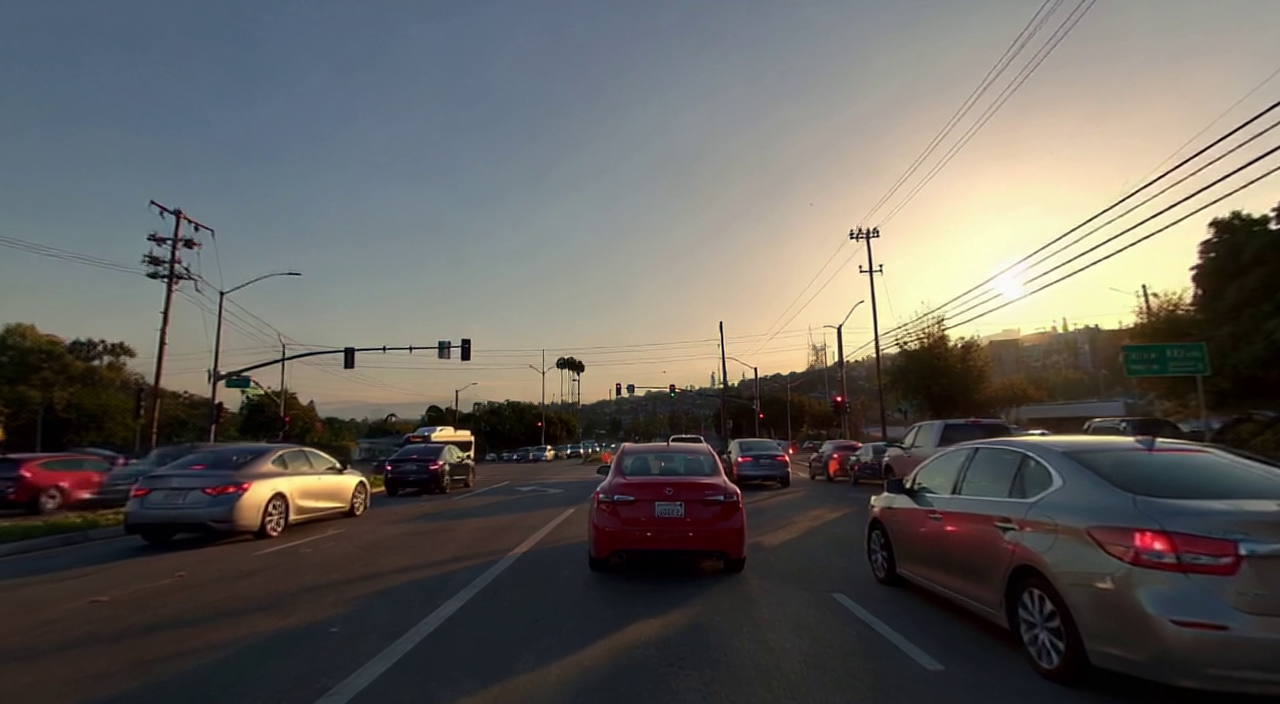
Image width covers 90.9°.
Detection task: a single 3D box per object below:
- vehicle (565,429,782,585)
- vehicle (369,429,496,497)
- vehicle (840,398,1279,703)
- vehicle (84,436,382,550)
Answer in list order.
[{"bbox_3d":[0.317,1.802,8.196,2.109,1.483,3.964,0,-8,0],"label":"vehicle"},{"bbox_3d":[-6.261,3.406,19.832,2.070,1.824,5.196,-1,-8,2],"label":"vehicle"},{"bbox_3d":[3.137,1.255,4.795,1.870,1.523,4.096,0,-8,0],"label":"vehicle"},{"bbox_3d":[-6.413,2.224,10.813,1.955,1.497,4.639,-1,-8,1],"label":"vehicle"}]
